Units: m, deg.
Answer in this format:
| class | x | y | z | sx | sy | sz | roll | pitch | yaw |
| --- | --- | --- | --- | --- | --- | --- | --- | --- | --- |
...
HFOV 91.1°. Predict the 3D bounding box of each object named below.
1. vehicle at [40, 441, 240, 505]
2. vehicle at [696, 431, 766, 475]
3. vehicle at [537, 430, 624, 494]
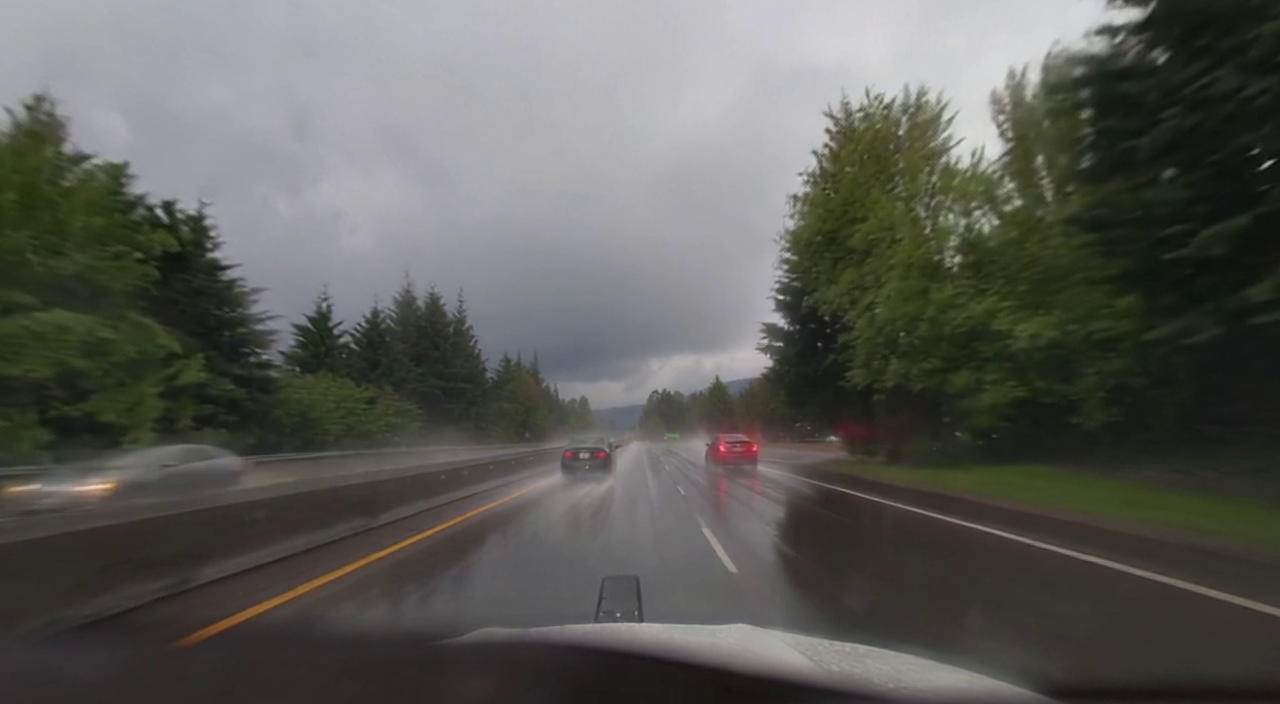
| class | x | y | z | sx | sy | sz | roll | pitch | yaw |
| --- | --- | --- | --- | --- | --- | --- | --- | --- | --- |
| vehicle | -13.747 | 3.297 | 17.743 | 1.819 | 1.504 | 4.608 | 0 | -8 | 1 |
| vehicle | 3.378 | 3.826 | 24.177 | 2.010 | 1.508 | 4.285 | 0 | -8 | 0 |
| vehicle | -1.442 | 2.822 | 16.610 | 1.897 | 1.479 | 3.724 | 0 | -8 | 1 |
